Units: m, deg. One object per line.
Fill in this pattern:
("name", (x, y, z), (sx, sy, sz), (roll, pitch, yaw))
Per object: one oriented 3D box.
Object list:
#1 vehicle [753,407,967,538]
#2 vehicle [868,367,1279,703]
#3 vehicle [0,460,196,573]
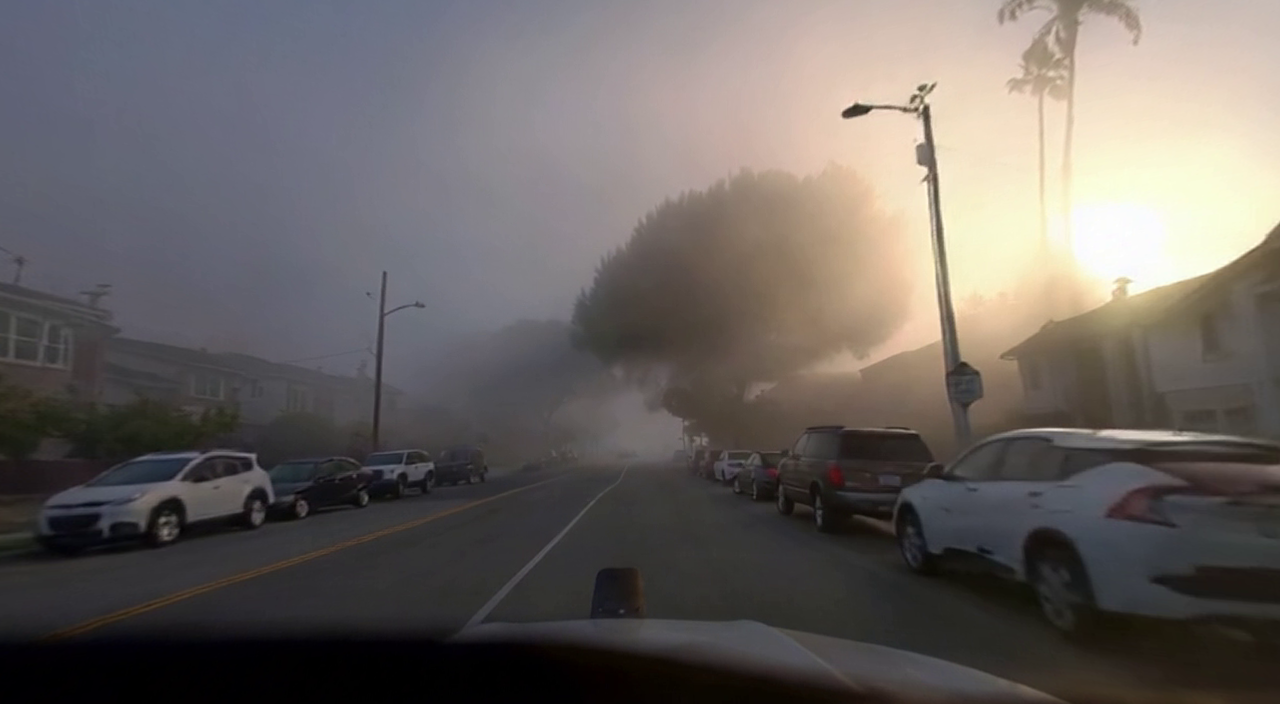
("vehicle", (3.734, 2.155, 11.923), (2.121, 1.929, 4.763), (0, -8, -3))
("vehicle", (3.591, 1.206, 5.142), (1.899, 1.669, 4.259), (0, -8, 1))
("vehicle", (-9.238, 2.409, 9.477), (3.807, 1.465, 1.821), (3, -9, -22))
